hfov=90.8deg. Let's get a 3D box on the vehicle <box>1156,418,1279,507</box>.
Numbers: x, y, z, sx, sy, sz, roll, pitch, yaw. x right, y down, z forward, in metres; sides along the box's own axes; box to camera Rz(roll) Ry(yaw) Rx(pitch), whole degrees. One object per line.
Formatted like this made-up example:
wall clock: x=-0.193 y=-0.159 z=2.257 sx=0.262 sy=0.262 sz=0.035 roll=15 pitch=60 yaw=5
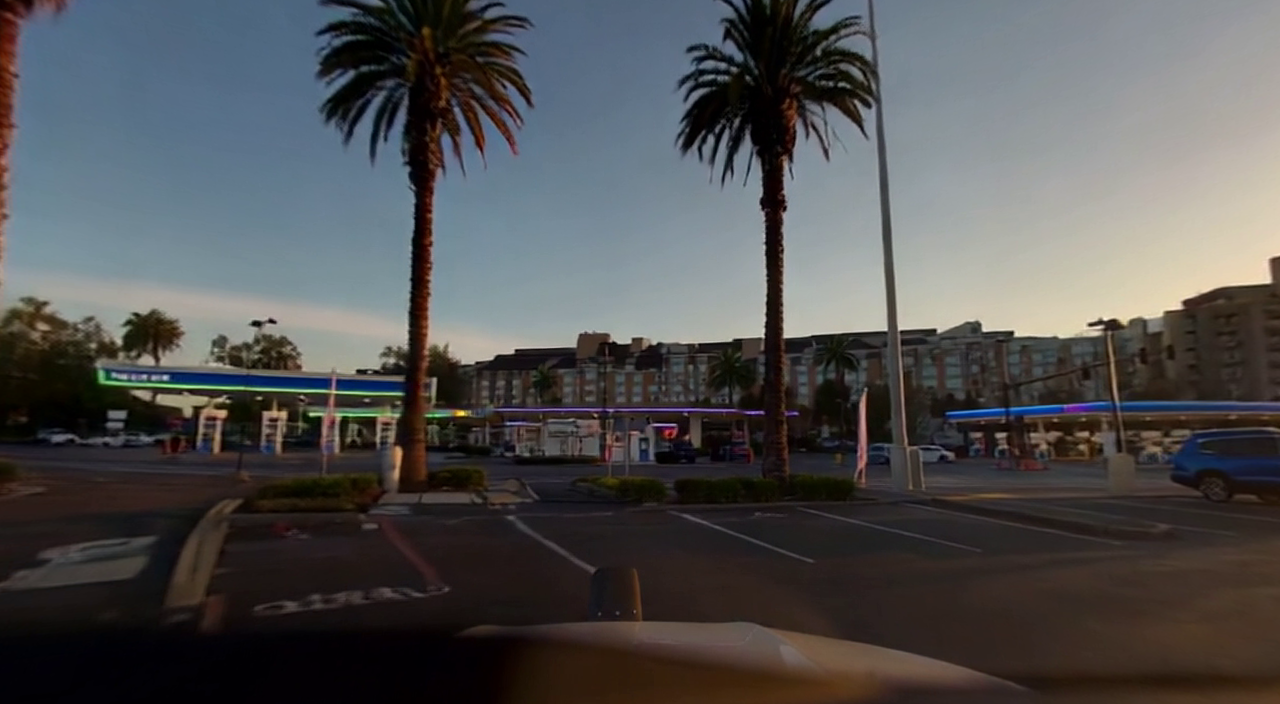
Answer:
vehicle: x=14.339 y=2.369 z=13.574 sx=2.028 sy=1.850 sz=4.731 roll=2 pitch=-8 yaw=-10
